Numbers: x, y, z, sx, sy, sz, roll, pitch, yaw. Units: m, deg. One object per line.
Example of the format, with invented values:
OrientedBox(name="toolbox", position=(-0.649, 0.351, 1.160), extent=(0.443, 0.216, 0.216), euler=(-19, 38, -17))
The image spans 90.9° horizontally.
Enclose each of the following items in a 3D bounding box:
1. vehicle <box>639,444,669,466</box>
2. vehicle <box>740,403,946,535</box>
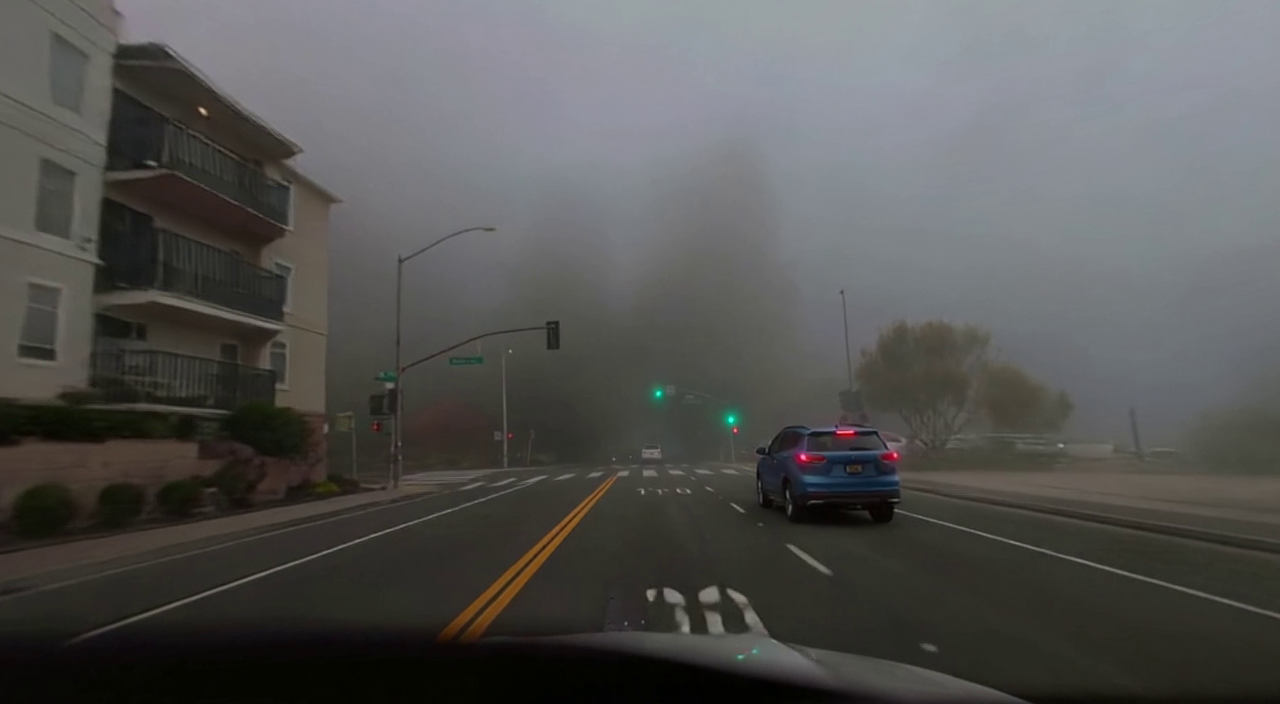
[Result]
OrientedBox(name="vehicle", position=(0.965, 7.512, 46.113), extent=(2.097, 1.463, 4.043), euler=(0, -9, 0))
OrientedBox(name="vehicle", position=(3.296, 2.039, 11.511), extent=(2.130, 1.863, 4.844), euler=(0, -9, 0))
